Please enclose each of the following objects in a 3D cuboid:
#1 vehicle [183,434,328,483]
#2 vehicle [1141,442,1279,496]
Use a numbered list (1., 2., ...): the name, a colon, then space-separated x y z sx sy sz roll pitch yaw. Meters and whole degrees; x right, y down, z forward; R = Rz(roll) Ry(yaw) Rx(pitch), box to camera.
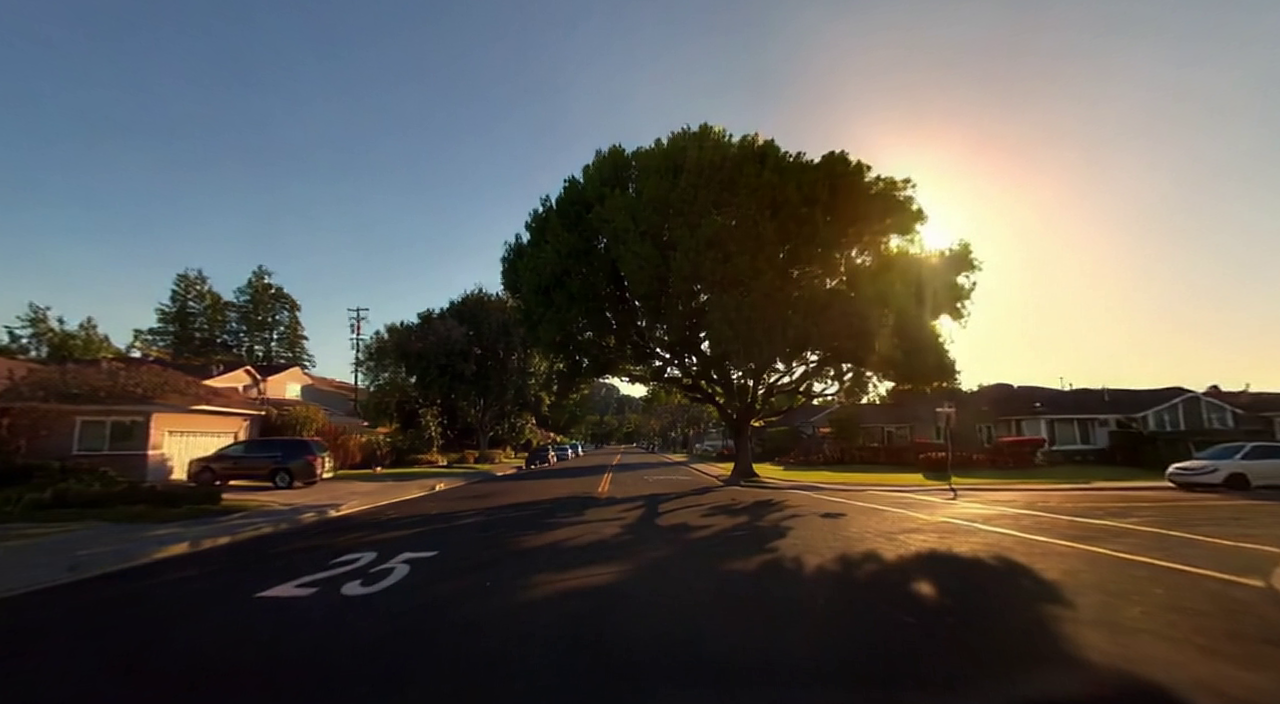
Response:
1. vehicle: -13.694 3.825 22.671 3.921 1.629 1.832 0 -10 1
2. vehicle: 19.959 3.865 21.100 4.607 1.694 2.106 0 -9 -2
